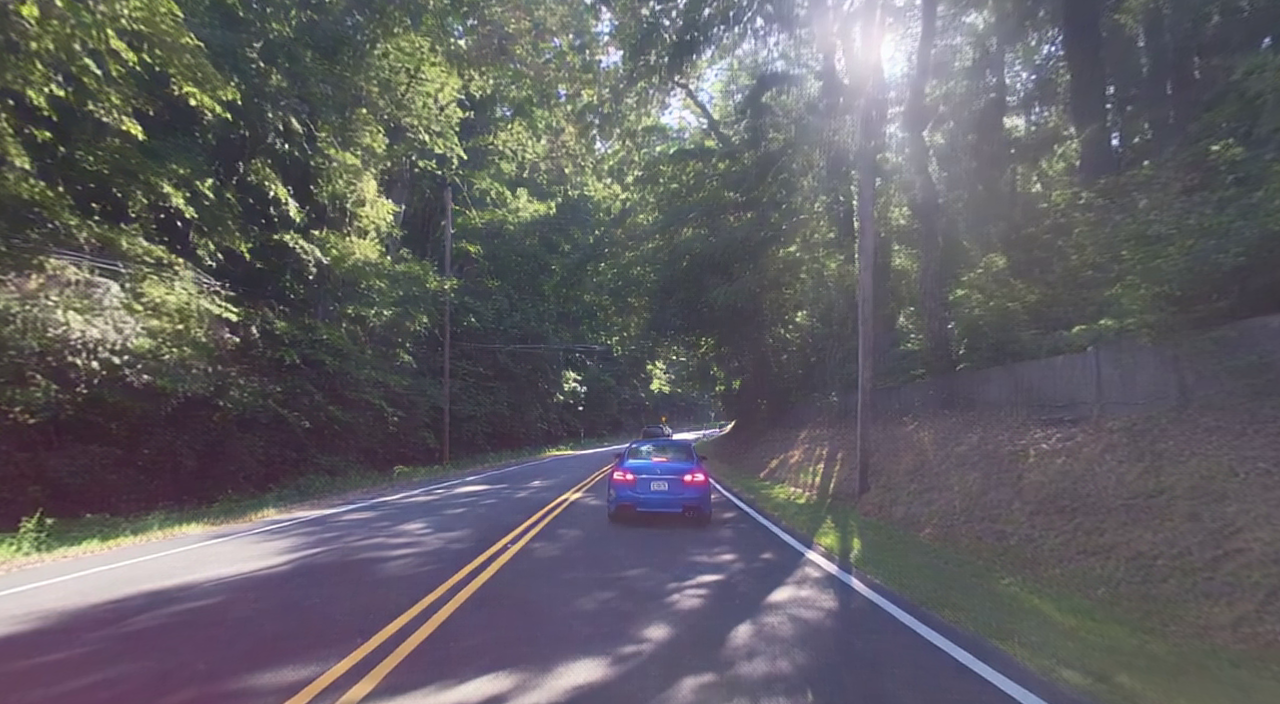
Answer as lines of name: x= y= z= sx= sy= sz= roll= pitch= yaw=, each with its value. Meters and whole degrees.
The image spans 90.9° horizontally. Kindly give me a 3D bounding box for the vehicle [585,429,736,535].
vehicle: x=0.311 y=2.168 z=11.071 sx=2.187 sy=1.533 sz=3.726 roll=0 pitch=-8 yaw=1
